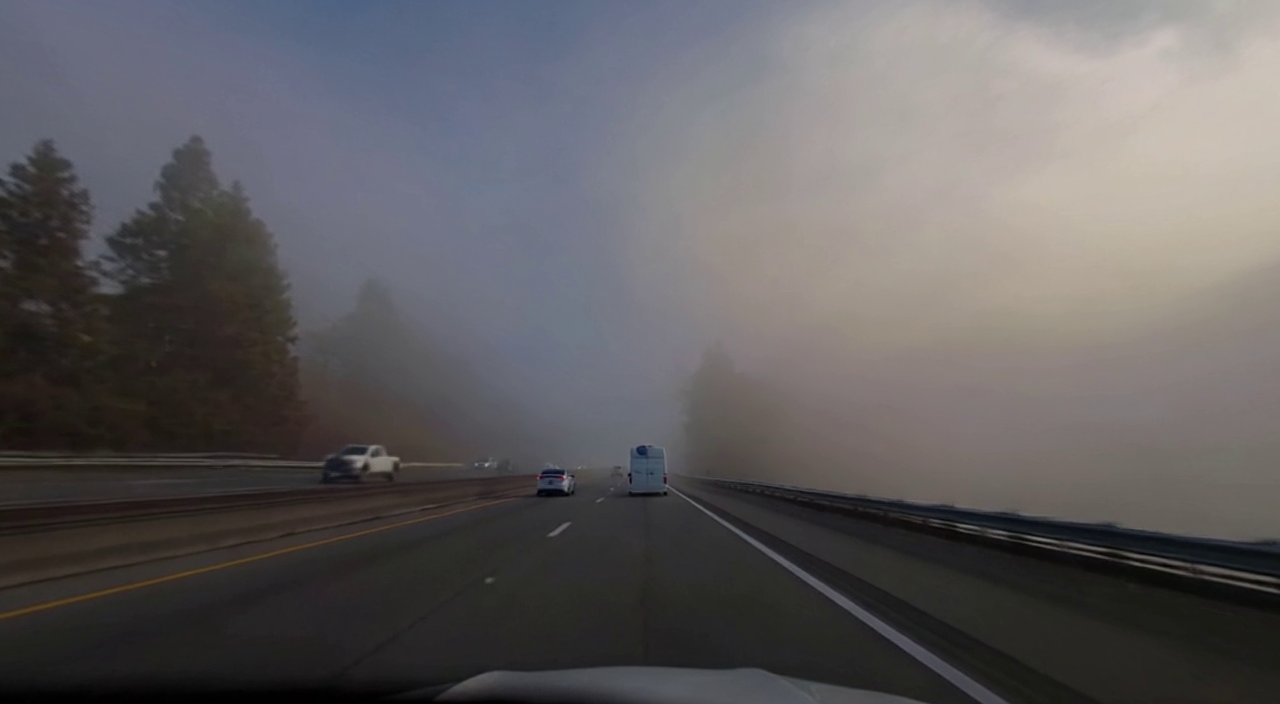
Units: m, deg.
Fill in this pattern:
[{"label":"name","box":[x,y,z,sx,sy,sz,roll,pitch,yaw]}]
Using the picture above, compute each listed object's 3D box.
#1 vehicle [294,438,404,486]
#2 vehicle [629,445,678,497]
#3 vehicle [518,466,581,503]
[{"label":"vehicle","box":[-12.264,4.761,27.053,2.092,1.807,5.343,1,-11,1]},{"label":"vehicle","box":[0.651,6.512,34.497,2.482,2.549,5.447,1,-10,-1]},{"label":"vehicle","box":[-4.043,6.031,28.970,2.128,1.491,4.508,1,-10,1]}]
